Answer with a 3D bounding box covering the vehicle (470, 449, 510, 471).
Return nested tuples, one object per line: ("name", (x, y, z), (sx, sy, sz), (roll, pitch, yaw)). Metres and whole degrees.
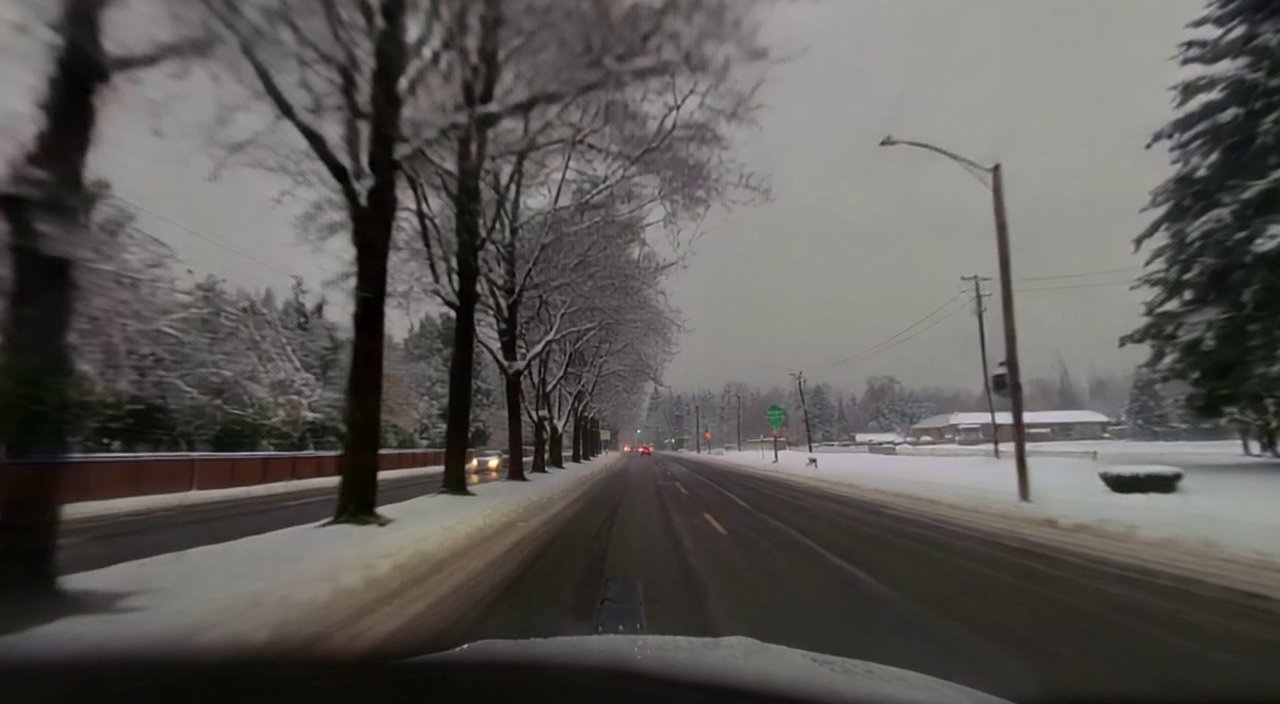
("vehicle", (-11.112, 8.003, 47.047), (1.825, 1.473, 4.357), (0, -9, 0))
